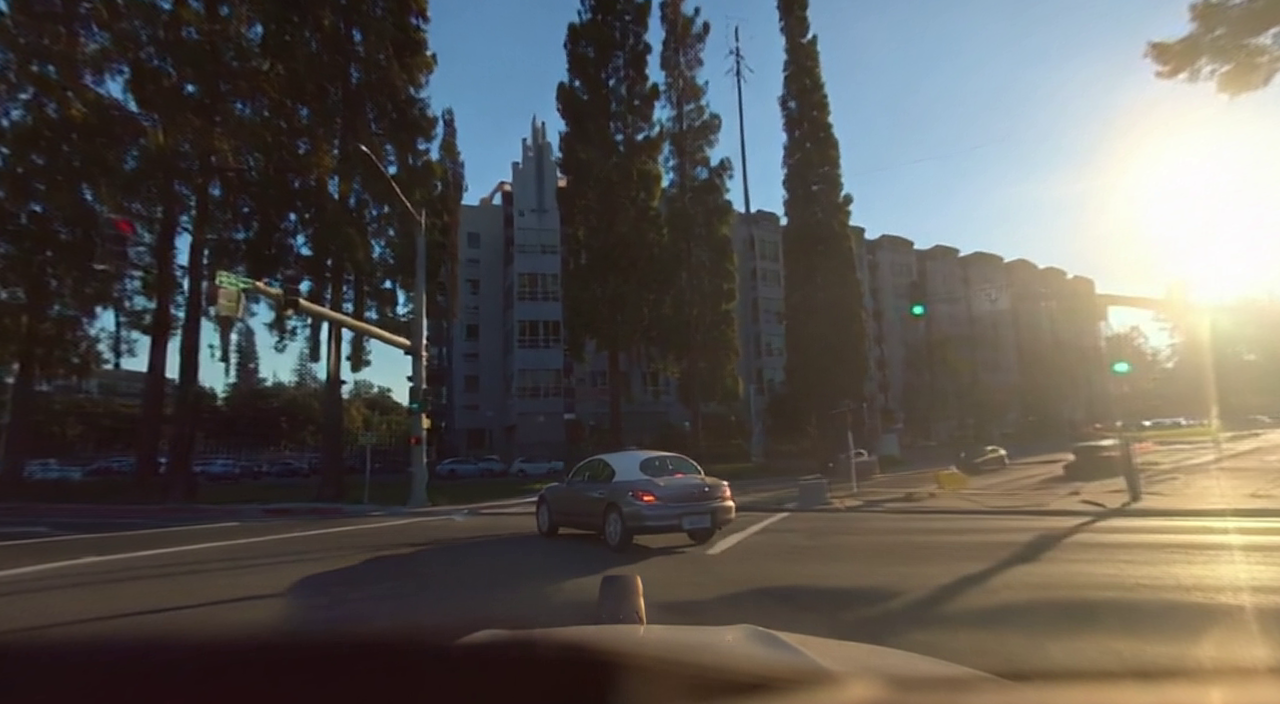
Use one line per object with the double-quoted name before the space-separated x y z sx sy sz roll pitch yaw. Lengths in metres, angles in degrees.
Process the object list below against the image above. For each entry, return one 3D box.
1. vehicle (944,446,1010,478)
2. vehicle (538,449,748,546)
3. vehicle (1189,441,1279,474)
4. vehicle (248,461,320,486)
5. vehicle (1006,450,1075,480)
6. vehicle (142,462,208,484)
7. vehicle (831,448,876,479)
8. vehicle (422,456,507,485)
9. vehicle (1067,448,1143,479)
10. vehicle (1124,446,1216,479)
"vehicle" 16.640 5.429 31.393 1.983 1.453 4.180 -3 -9 16
"vehicle" -0.119 2.687 12.433 1.903 1.529 4.254 7 -11 -37
"vehicle" 26.884 4.767 28.637 1.704 1.365 3.315 -3 -9 18
"vehicle" -23.116 7.890 41.161 1.709 1.410 3.945 -3 -9 16
"vehicle" 19.505 5.494 30.927 1.889 1.358 3.751 -3 -9 18
"vehicle" -32.535 8.433 44.278 1.627 1.392 3.330 -3 -9 16
"vehicle" 11.178 5.826 33.320 2.024 1.489 4.613 -3 -9 17
"vehicle" -9.747 6.542 35.145 4.207 1.508 1.875 -3 -9 20
"vehicle" 21.787 5.218 29.736 1.692 1.343 3.352 -2 -9 15
"vehicle" 24.341 5.065 29.193 2.006 1.371 3.426 -3 -9 17
